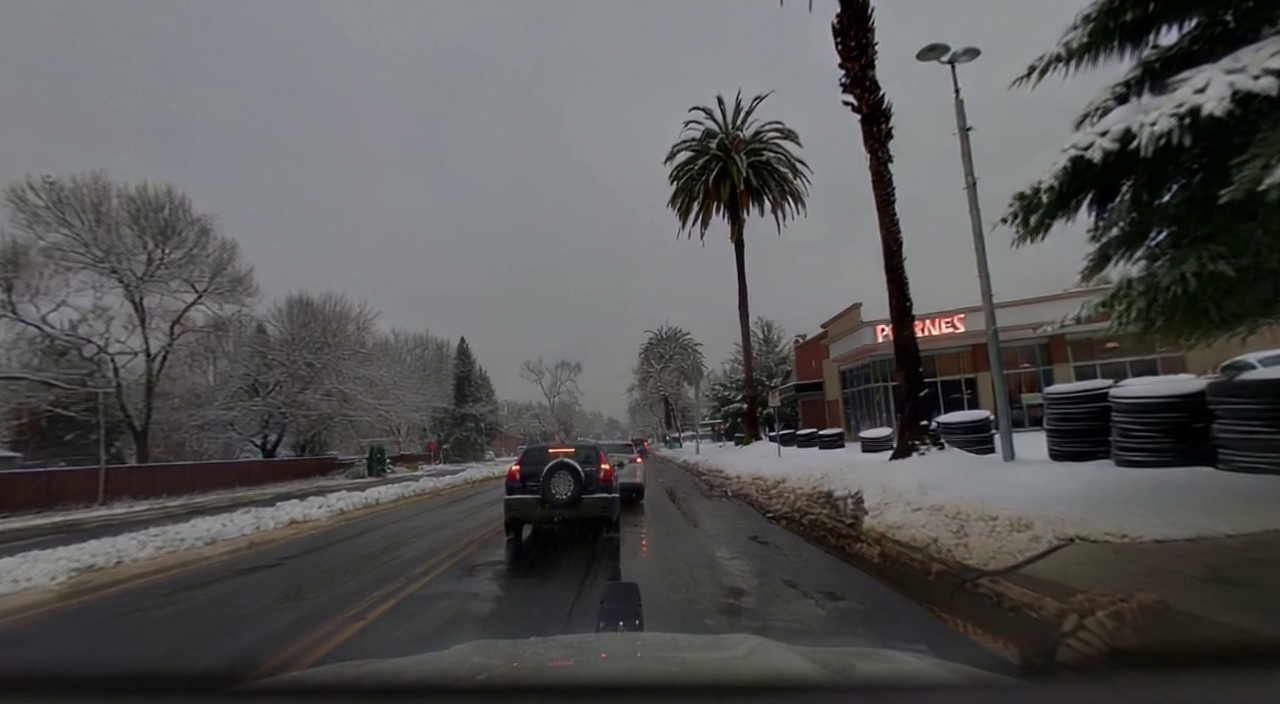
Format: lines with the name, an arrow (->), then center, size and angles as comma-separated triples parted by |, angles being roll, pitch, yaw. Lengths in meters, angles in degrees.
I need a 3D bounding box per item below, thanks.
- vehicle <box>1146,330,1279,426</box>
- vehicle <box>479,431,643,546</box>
vehicle -> 13.322, 0.550, 12.968 | 1.854, 1.693, 4.798 | -1, -9, 0
vehicle -> -1.102, 2.116, 10.466 | 2.169, 1.495, 4.048 | 0, -8, -2
